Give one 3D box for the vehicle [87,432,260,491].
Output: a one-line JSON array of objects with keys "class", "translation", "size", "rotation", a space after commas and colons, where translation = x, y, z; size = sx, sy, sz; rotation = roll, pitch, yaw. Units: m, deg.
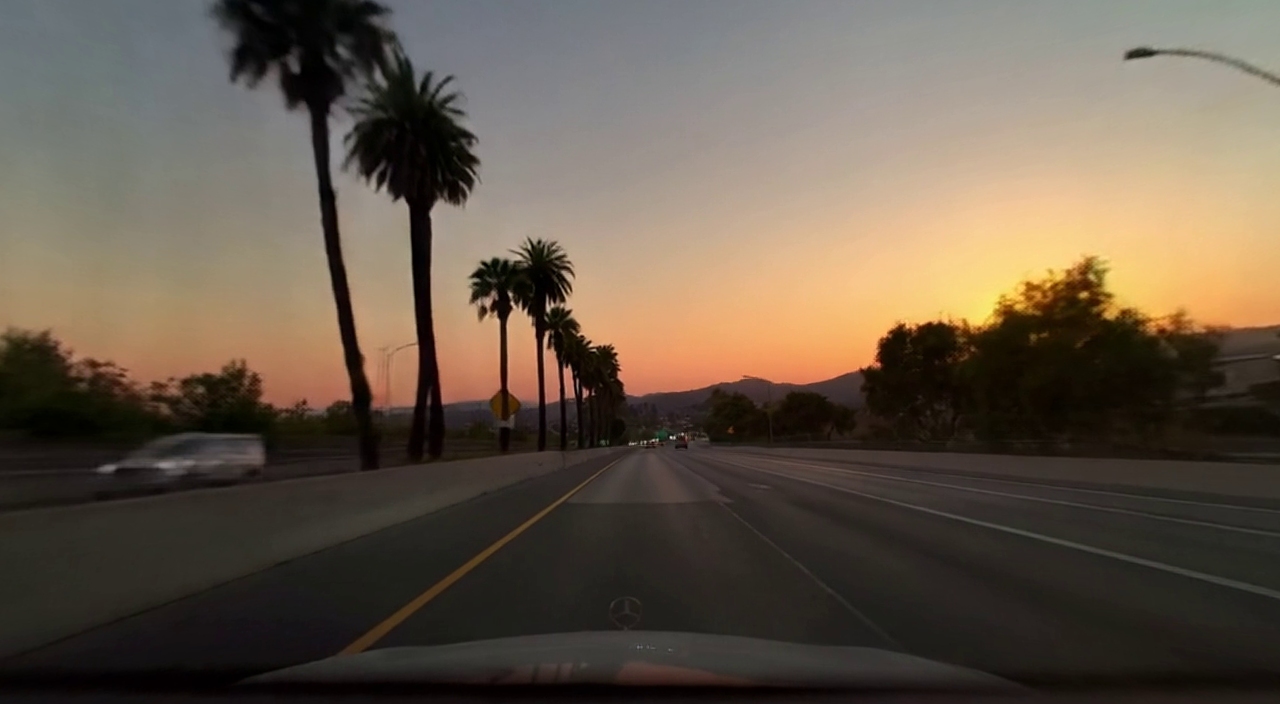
[{"class": "vehicle", "translation": [-17.342, 4.085, 23.974], "size": [2.355, 1.971, 5.430], "rotation": [0, -8, 1]}]
